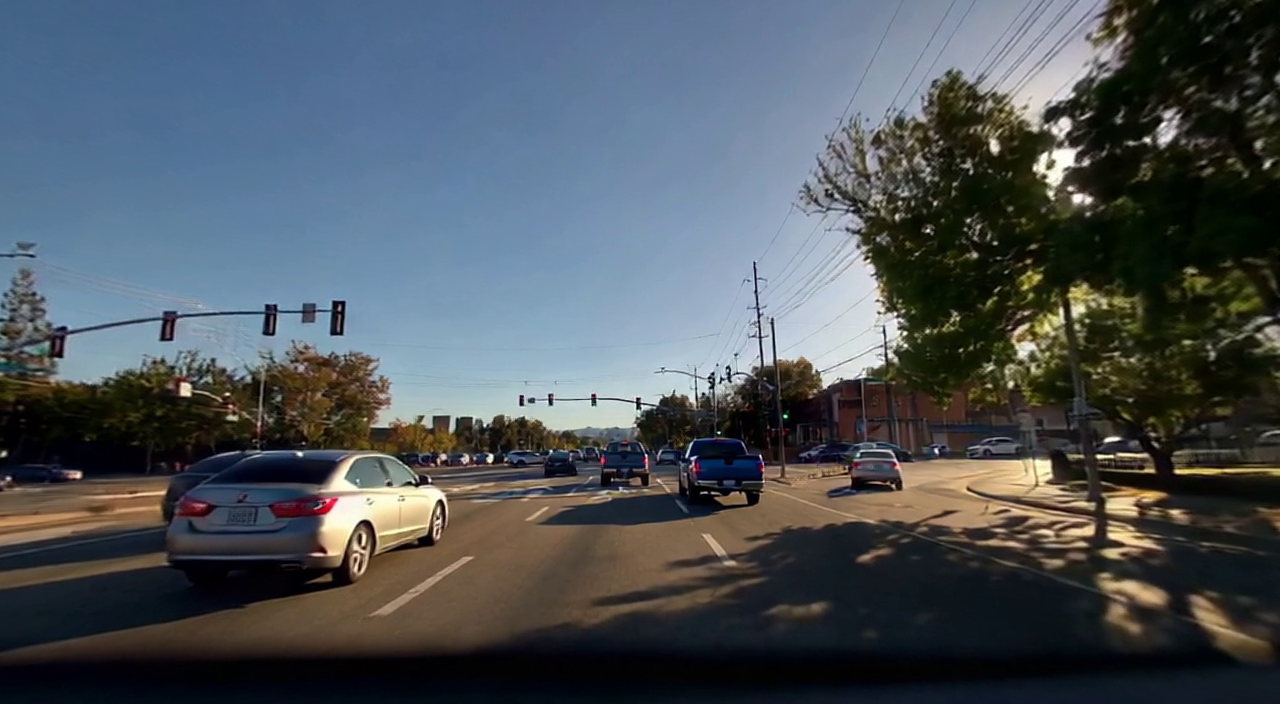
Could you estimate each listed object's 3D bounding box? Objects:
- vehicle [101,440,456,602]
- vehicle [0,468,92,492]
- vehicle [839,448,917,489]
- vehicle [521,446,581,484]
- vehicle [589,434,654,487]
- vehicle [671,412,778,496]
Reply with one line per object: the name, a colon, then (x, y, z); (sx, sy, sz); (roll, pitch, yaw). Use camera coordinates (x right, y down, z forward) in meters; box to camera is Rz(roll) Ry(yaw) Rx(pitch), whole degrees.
vehicle: (-4.047, 1.929, 8.219); (1.939, 1.494, 4.499); (0, -9, 0)
vehicle: (-39.751, 8.532, 42.207); (4.309, 1.411, 1.906); (1, -9, -7)
vehicle: (9.312, 4.557, 25.055); (2.212, 1.466, 4.126); (-2, -9, 11)
vehicle: (-4.354, 5.597, 31.648); (2.273, 1.749, 4.385); (0, -9, 1)
vehicle: (-0.721, 4.901, 28.829); (2.643, 2.145, 5.585); (0, -9, 1)
vehicle: (2.834, 3.756, 23.493); (2.905, 2.636, 6.895); (0, -9, -1)
